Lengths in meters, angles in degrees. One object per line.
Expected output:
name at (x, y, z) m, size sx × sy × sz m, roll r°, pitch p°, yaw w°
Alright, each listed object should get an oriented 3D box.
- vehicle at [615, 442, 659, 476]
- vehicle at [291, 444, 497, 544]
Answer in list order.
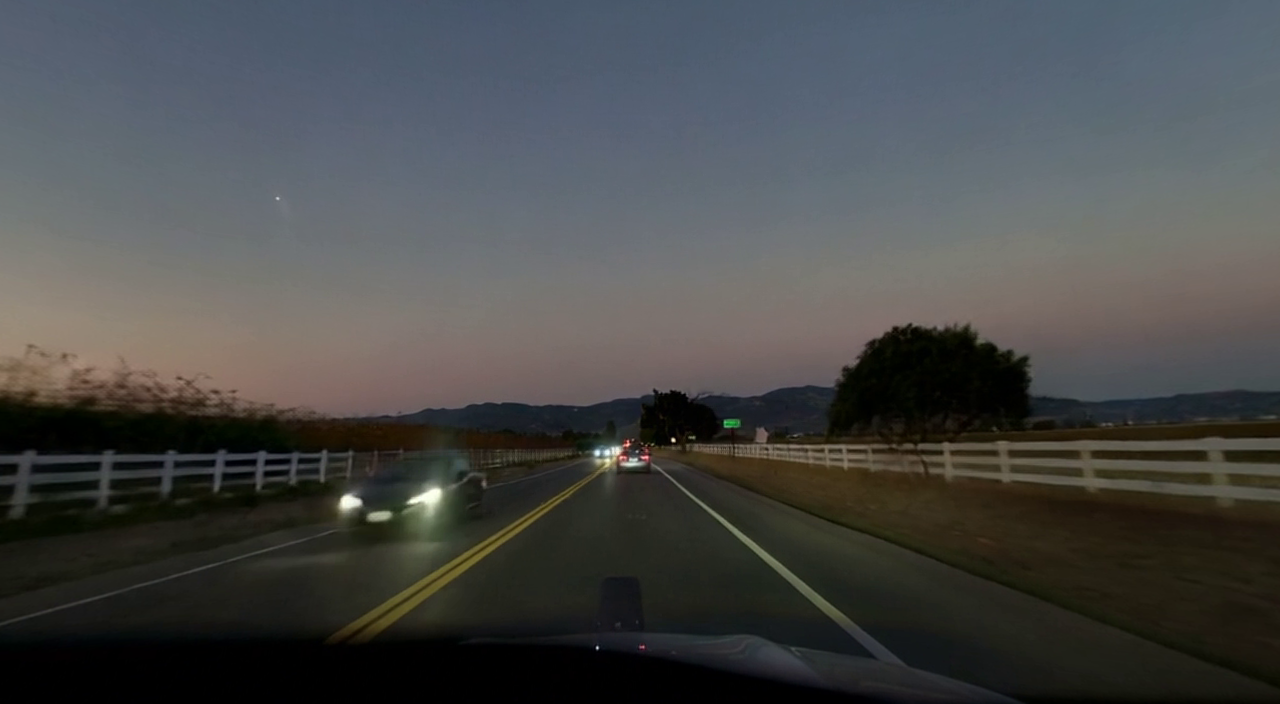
vehicle at (-0.165, 5.580, 33.253) m, size 2.158 × 1.669 × 4.006 m, roll 0°, pitch -9°, yaw 0°
vehicle at (-4.423, 2.601, 12.373) m, size 2.107 × 1.534 × 4.752 m, roll 0°, pitch -9°, yaw 0°
